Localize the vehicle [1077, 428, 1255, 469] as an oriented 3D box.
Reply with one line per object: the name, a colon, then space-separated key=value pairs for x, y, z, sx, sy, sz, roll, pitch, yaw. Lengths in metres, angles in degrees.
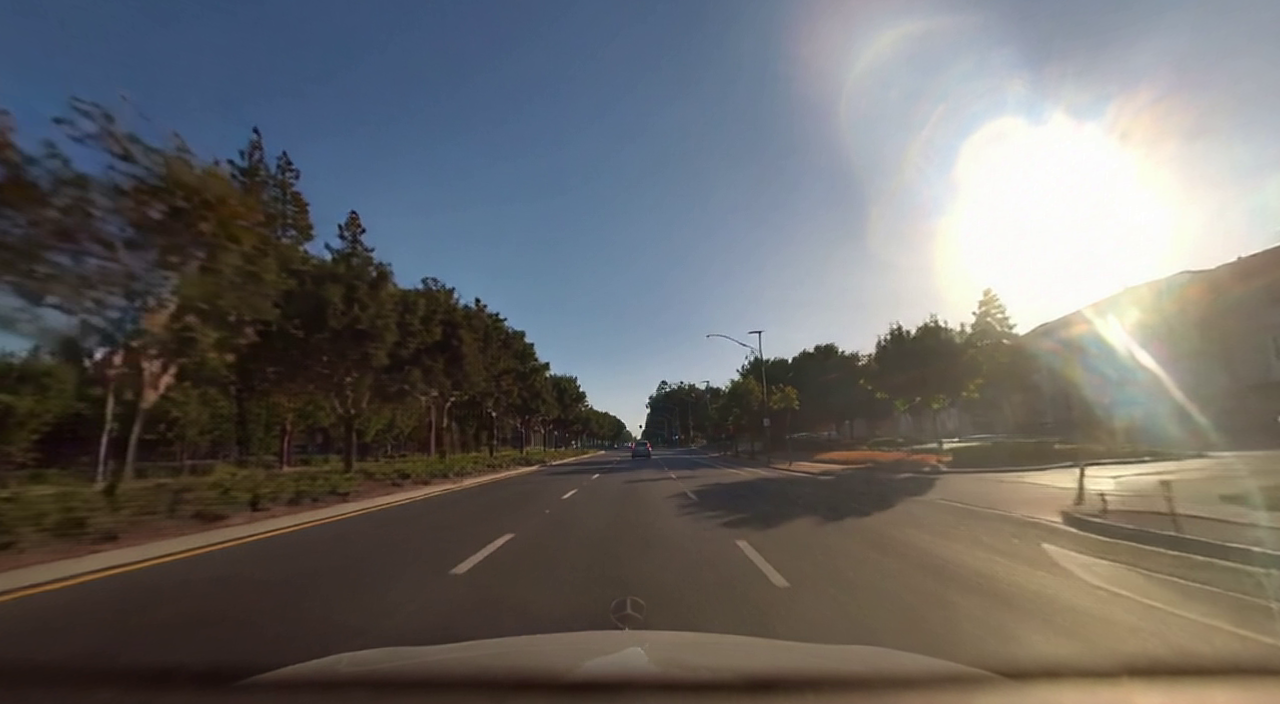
vehicle: x=20.324 y=3.760 z=24.569 sx=4.900 sy=1.530 sz=2.211 roll=0 pitch=-9 yaw=1
